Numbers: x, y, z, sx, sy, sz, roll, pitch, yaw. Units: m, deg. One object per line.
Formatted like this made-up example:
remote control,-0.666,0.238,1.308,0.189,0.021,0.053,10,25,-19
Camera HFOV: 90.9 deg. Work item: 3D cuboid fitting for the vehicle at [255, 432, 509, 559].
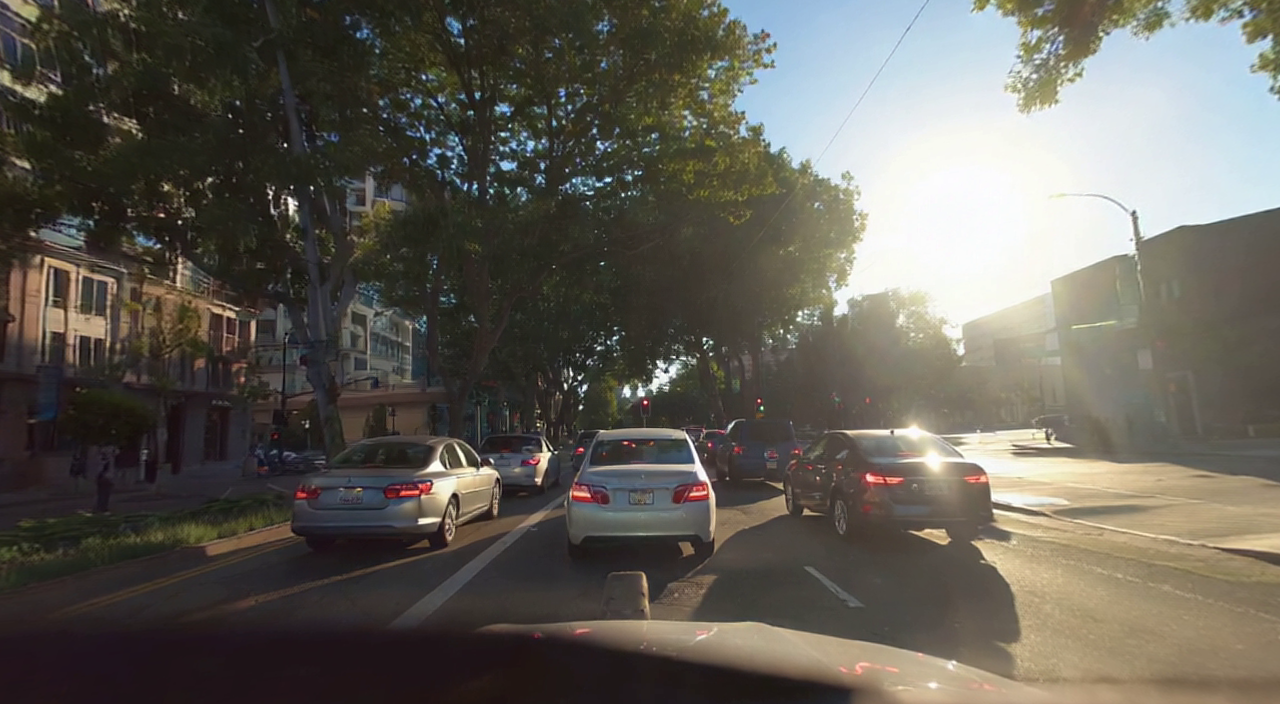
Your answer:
vehicle,-3.465,1.990,9.499,2.002,1.465,4.098,0,-8,1

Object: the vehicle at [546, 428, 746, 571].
vehicle,0.045,1.848,8.679,2.101,1.480,3.929,0,-8,0

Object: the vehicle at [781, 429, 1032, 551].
vehicle,3.788,2.029,10.032,1.990,1.486,4.431,0,-8,-1
